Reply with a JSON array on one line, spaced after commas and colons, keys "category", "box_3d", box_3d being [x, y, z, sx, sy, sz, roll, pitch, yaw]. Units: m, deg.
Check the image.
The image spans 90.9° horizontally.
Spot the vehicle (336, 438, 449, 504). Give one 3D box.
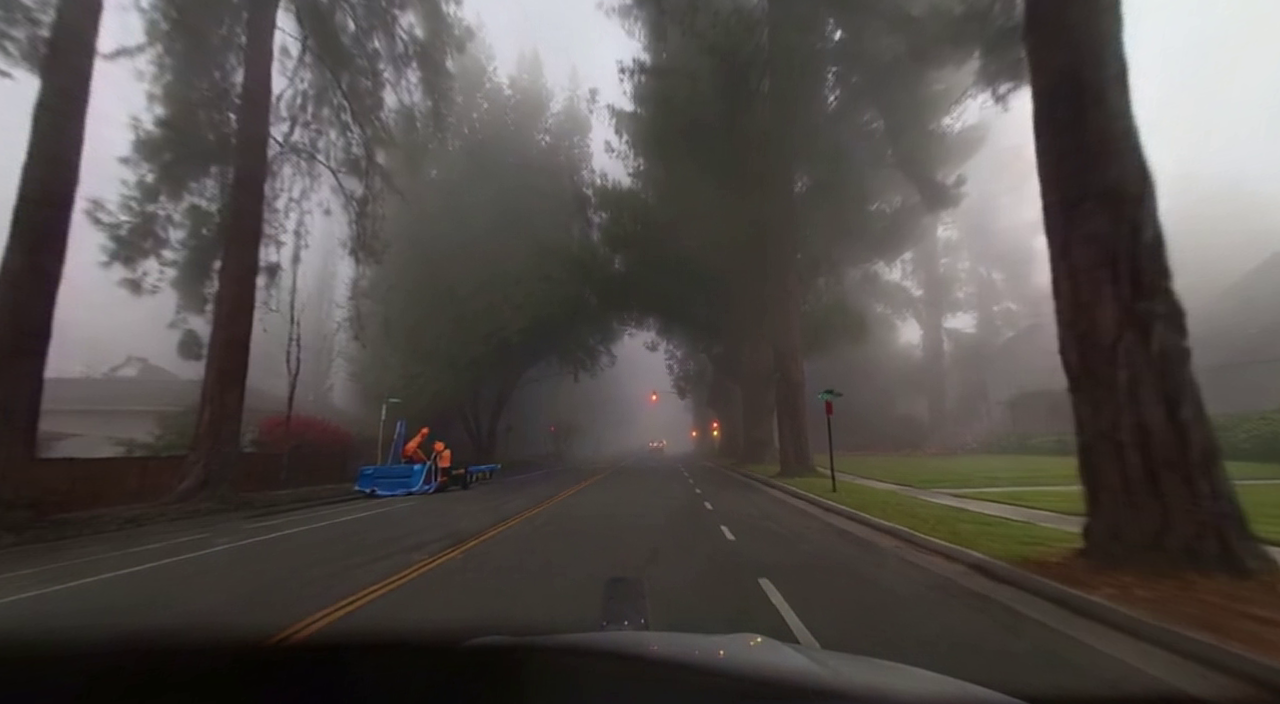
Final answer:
[{"category": "vehicle", "box_3d": [-8.355, 4.005, 21.788, 1.998, 1.814, 4.559, -4, -7, 1]}]
